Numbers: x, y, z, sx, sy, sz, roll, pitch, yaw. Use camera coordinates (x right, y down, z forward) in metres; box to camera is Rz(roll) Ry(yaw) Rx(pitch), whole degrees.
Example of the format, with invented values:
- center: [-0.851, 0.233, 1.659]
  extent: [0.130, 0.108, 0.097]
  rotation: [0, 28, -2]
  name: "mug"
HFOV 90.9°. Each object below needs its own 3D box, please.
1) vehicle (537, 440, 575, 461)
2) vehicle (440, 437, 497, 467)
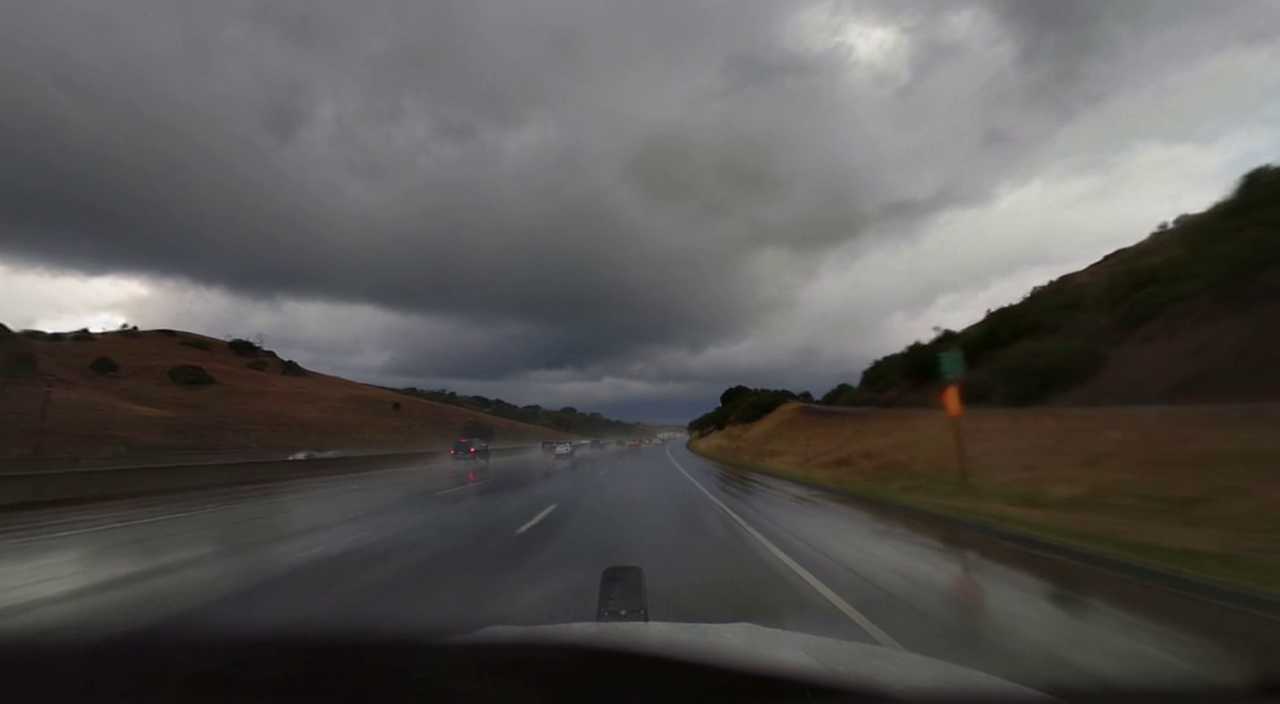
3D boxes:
- center: [-6.333, 7.464, 47.945]
  extent: [2.107, 1.484, 4.449]
  rotation: [0, -9, 2]
  name: "vehicle"
- center: [-10.401, 6.074, 38.547]
  extent: [2.122, 1.695, 4.437]
  rotation: [0, -9, 2]
  name: "vehicle"
